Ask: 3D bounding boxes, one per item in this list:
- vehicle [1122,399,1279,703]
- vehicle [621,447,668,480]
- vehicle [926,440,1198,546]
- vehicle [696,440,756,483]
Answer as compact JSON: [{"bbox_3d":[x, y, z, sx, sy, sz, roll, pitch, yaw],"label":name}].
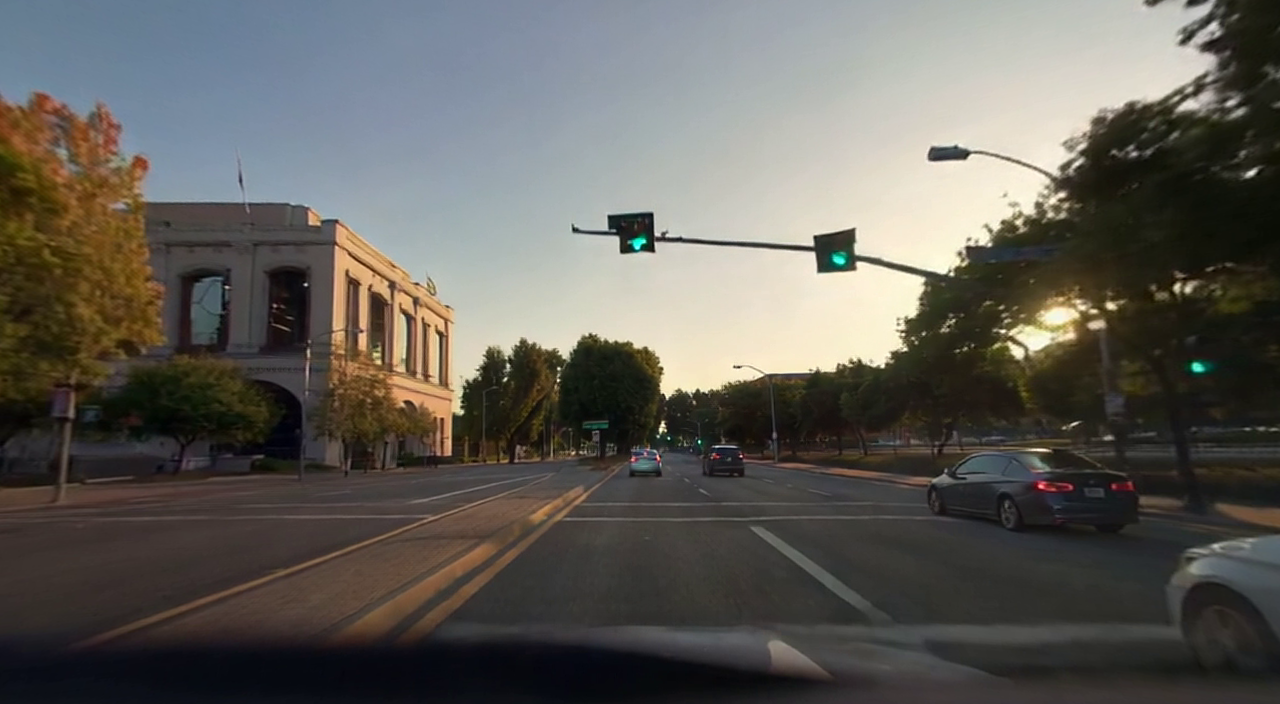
[{"bbox_3d":[3.791,0.809,1.693,1.937,1.538,3.832,0,-9,0],"label":"vehicle"},{"bbox_3d":[0.216,5.253,29.951,2.054,1.446,3.969,0,-9,1],"label":"vehicle"},{"bbox_3d":[7.025,2.360,11.234,1.868,1.472,4.274,1,-9,0],"label":"vehicle"},{"bbox_3d":[3.784,4.917,28.650,2.036,1.757,4.300,0,-9,-1],"label":"vehicle"}]
